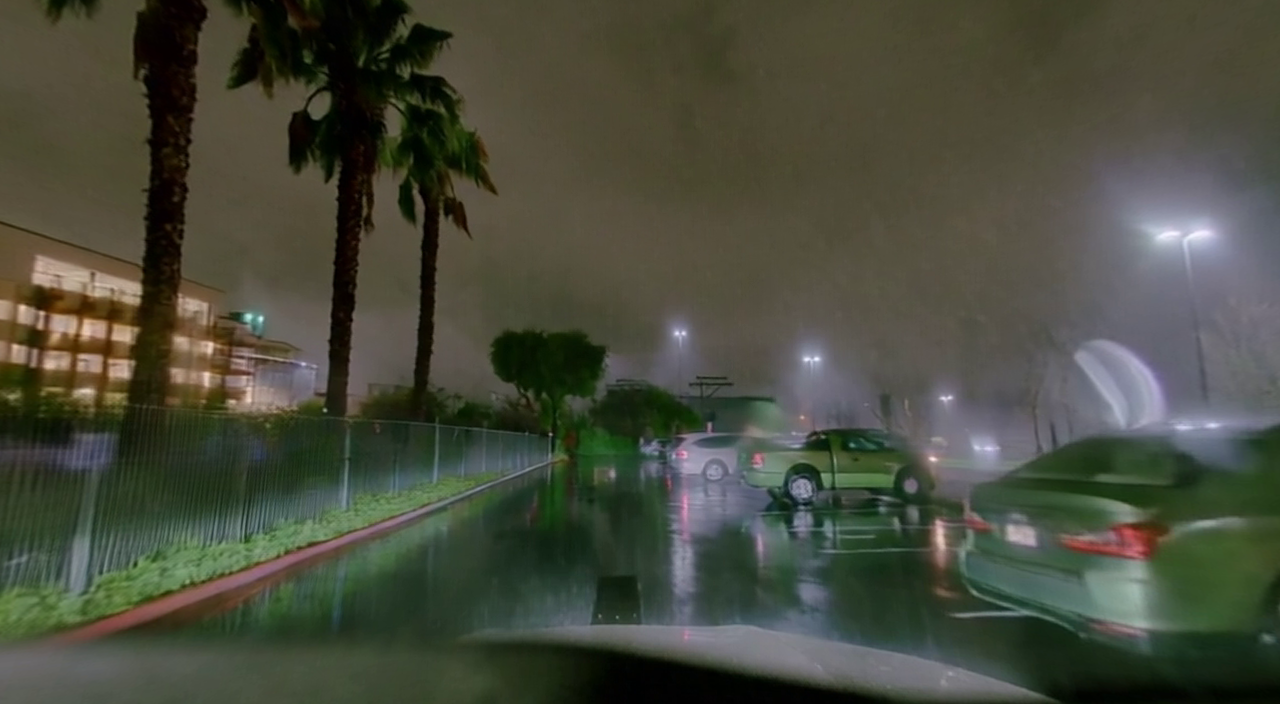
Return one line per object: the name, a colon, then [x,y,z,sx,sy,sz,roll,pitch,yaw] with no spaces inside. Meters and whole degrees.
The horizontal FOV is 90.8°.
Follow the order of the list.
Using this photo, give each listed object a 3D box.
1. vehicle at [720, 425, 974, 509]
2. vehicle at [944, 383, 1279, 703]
vehicle: [4.812,2.722,15.192,5.381,1.826,2.047,1,-9,-7]
vehicle: [4.790,1.176,4.068,4.803,1.520,1.894,4,-7,-6]
